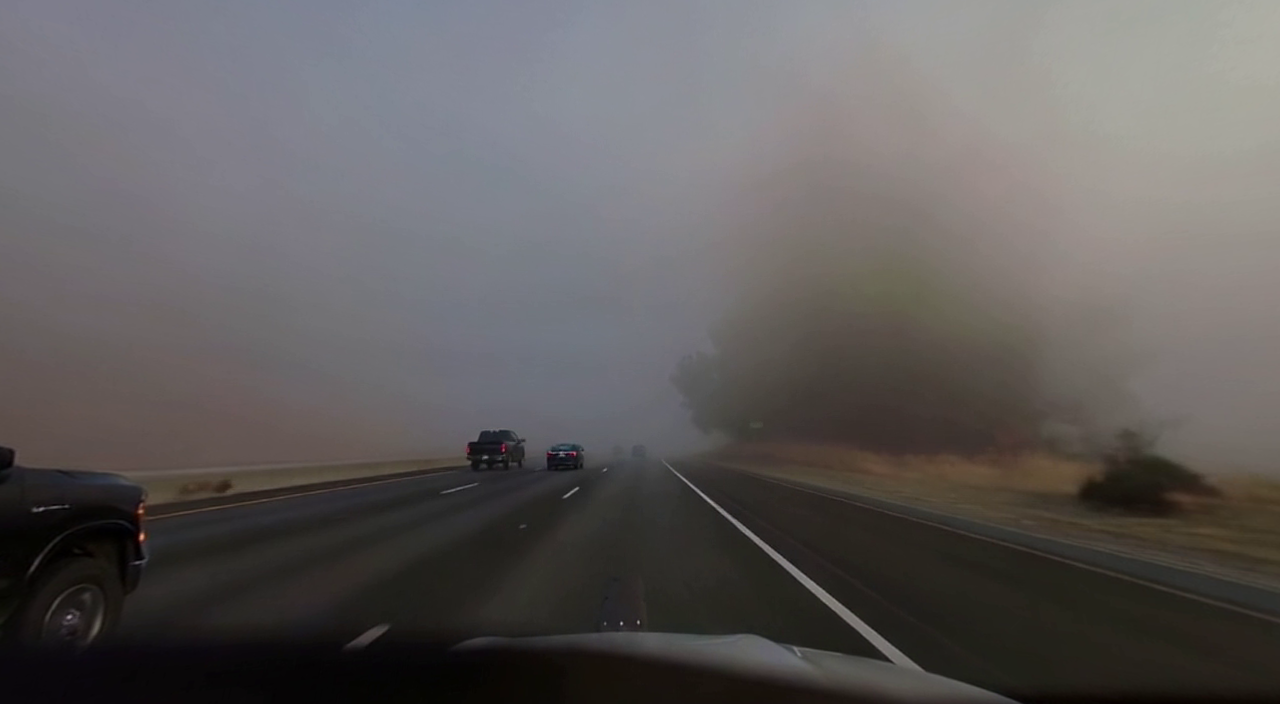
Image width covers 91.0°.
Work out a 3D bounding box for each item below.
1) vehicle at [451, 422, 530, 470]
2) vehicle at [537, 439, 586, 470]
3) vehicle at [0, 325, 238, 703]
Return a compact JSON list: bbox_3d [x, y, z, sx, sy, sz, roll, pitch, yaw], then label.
[{"bbox_3d":[-7.569,4.875,32.732,2.594,2.254,6.028,0,-9,0],"label":"vehicle"},{"bbox_3d":[-4.079,5.401,33.342,2.012,1.509,4.359,0,-9,0],"label":"vehicle"},{"bbox_3d":[-3.991,0.648,1.865,2.200,1.807,5.041,0,-9,1],"label":"vehicle"}]
